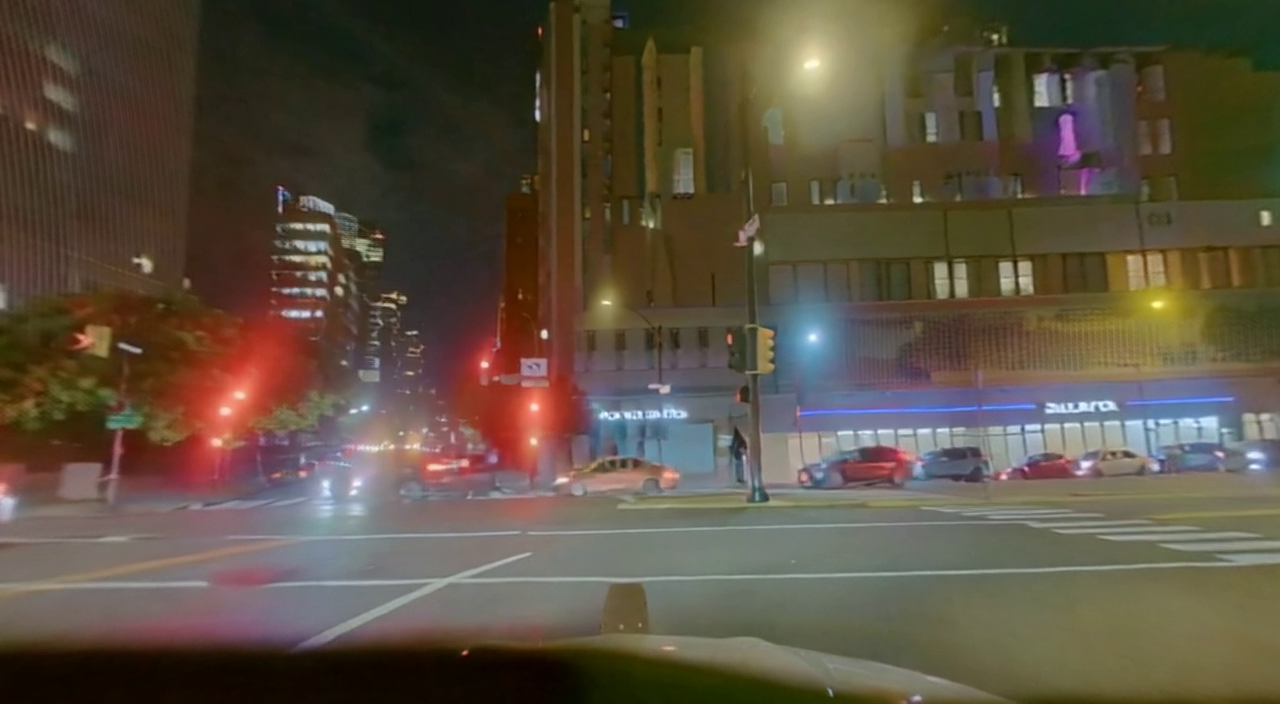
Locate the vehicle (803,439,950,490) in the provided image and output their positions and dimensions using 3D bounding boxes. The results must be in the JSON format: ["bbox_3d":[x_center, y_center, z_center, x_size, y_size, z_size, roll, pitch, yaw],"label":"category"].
[{"bbox_3d":[8.042,3.831,21.658,4.291,1.606,1.859,1,-9,-8],"label":"vehicle"}]

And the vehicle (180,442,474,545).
[{"bbox_3d":[-5.293,2.380,11.371,1.818,1.439,4.371,-5,-10,30],"label":"vehicle"}]

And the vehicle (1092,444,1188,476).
[{"bbox_3d":[25.667,5.543,32.420,3.522,1.546,1.721,1,-9,-6],"label":"vehicle"}]

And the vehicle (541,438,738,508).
[{"bbox_3d":[-0.038,3.083,16.493,4.749,1.624,1.926,3,-9,-19],"label":"vehicle"}]

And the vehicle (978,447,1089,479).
[{"bbox_3d":[19.638,5.541,31.571,4.418,1.556,1.814,1,-10,-7],"label":"vehicle"}]

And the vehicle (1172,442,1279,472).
[{"bbox_3d":[30.563,5.423,32.705,4.494,1.481,1.783,1,-9,-6],"label":"vehicle"}]
